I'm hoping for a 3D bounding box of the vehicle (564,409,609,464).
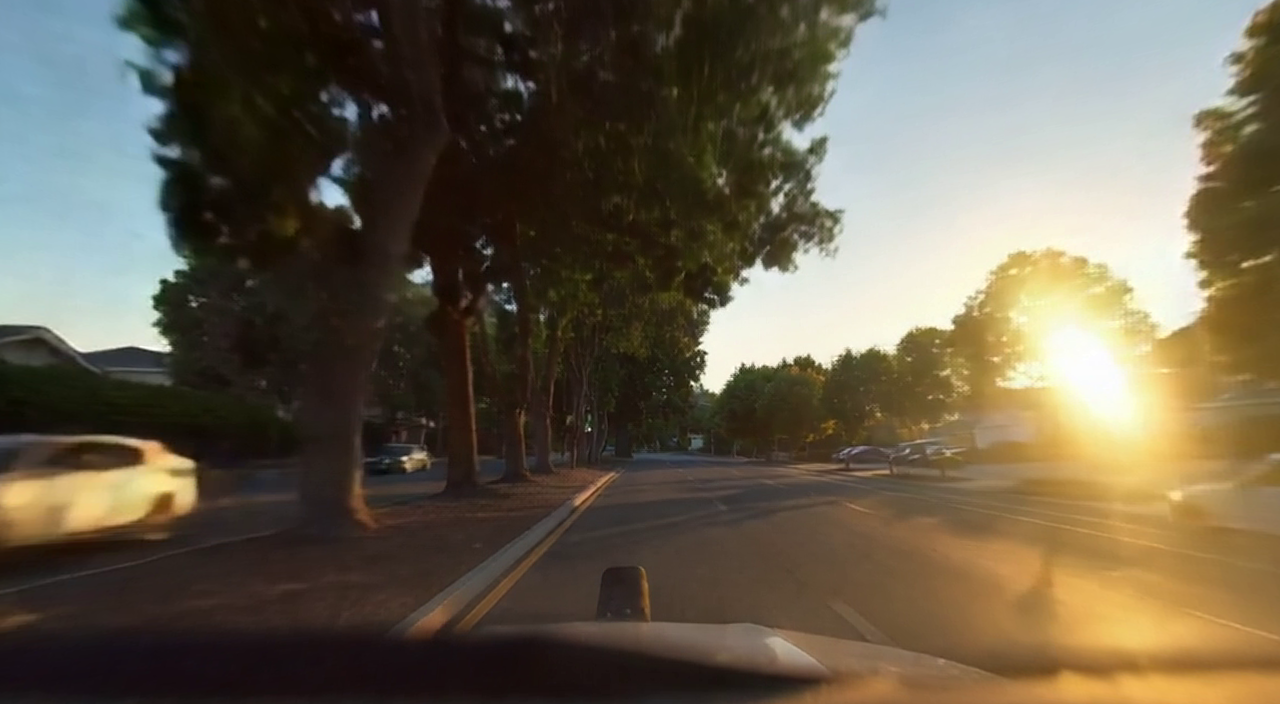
[{"bbox_3d":[-3.784,6.121,45.523,3.008,3.786,3.422,0,-9,-1],"label":"vehicle"}]

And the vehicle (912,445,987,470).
[{"bbox_3d":[22.854,7.811,46.733,4.570,1.521,2.029,2,-8,7],"label":"vehicle"}]

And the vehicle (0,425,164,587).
[{"bbox_3d":[-7.434,1.570,6.463,1.934,1.619,3.991,0,-8,0],"label":"vehicle"}]

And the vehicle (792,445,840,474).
[{"bbox_3d":[11.570,7.055,41.705,1.976,1.780,4.352,0,-8,1],"label":"vehicle"}]

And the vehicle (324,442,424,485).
[{"bbox_3d":[-10.630,4.469,25.631,1.988,1.556,4.910,0,-8,-1],"label":"vehicle"}]

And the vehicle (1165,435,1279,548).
[{"bbox_3d":[11.681,2.359,10.294,2.178,1.858,4.726,4,-9,0],"label":"vehicle"}]
